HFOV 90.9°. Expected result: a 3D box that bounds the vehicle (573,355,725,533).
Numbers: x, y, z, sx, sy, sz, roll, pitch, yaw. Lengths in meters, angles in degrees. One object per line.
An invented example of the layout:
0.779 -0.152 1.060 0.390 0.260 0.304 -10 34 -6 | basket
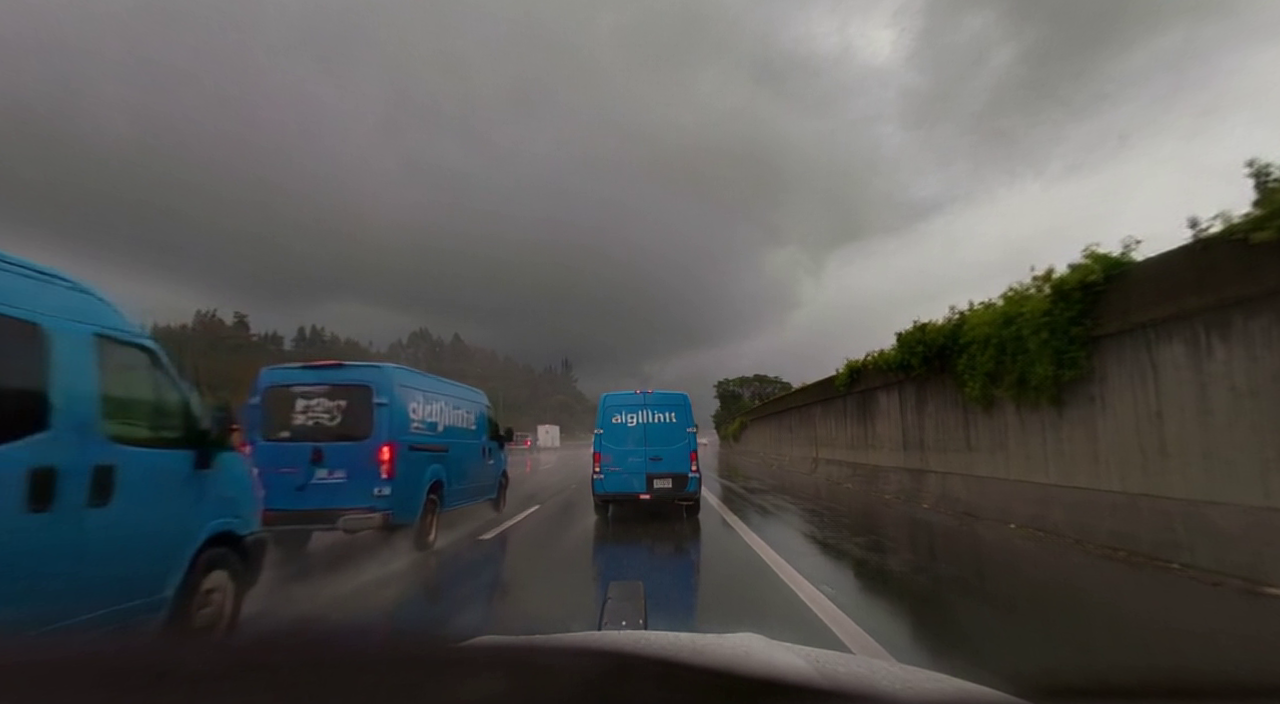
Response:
0.114 1.871 12.981 2.316 2.738 6.398 0 -9 0 | vehicle

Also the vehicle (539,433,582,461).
-5.969 7.262 48.194 2.302 2.007 5.490 -1 -8 3 | vehicle

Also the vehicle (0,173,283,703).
-3.818 0.424 1.658 2.729 2.439 5.418 0 -8 -3 | vehicle
